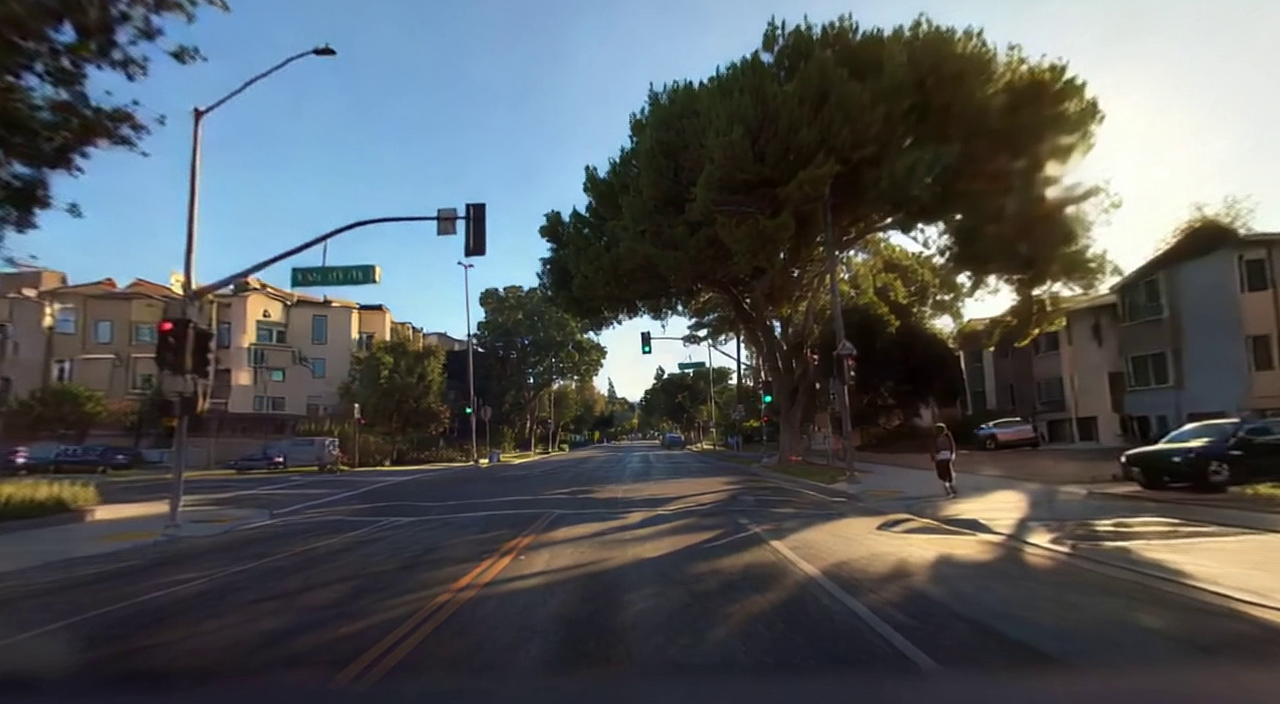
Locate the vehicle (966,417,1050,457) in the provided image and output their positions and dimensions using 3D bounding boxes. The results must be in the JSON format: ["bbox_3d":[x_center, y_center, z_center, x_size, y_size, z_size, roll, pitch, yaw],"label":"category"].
[{"bbox_3d":[17.075,4.033,29.568,2.013,1.722,4.007,-2,-9,10],"label":"vehicle"}]

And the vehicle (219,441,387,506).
[{"bbox_3d":[-9.304,3.363,17.479,4.135,1.424,1.945,-9,-11,23],"label":"vehicle"}]

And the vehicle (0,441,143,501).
[{"bbox_3d":[-20.103,3.966,21.274,4.804,1.842,2.171,0,-8,-1],"label":"vehicle"}]

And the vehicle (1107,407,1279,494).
[{"bbox_3d":[12.752,1.926,12.848,4.908,1.521,2.108,-2,-8,-5],"label":"vehicle"}]

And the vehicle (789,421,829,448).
[{"bbox_3d":[11.467,5.663,43.116,1.950,1.714,4.245,-1,-9,6],"label":"vehicle"}]
